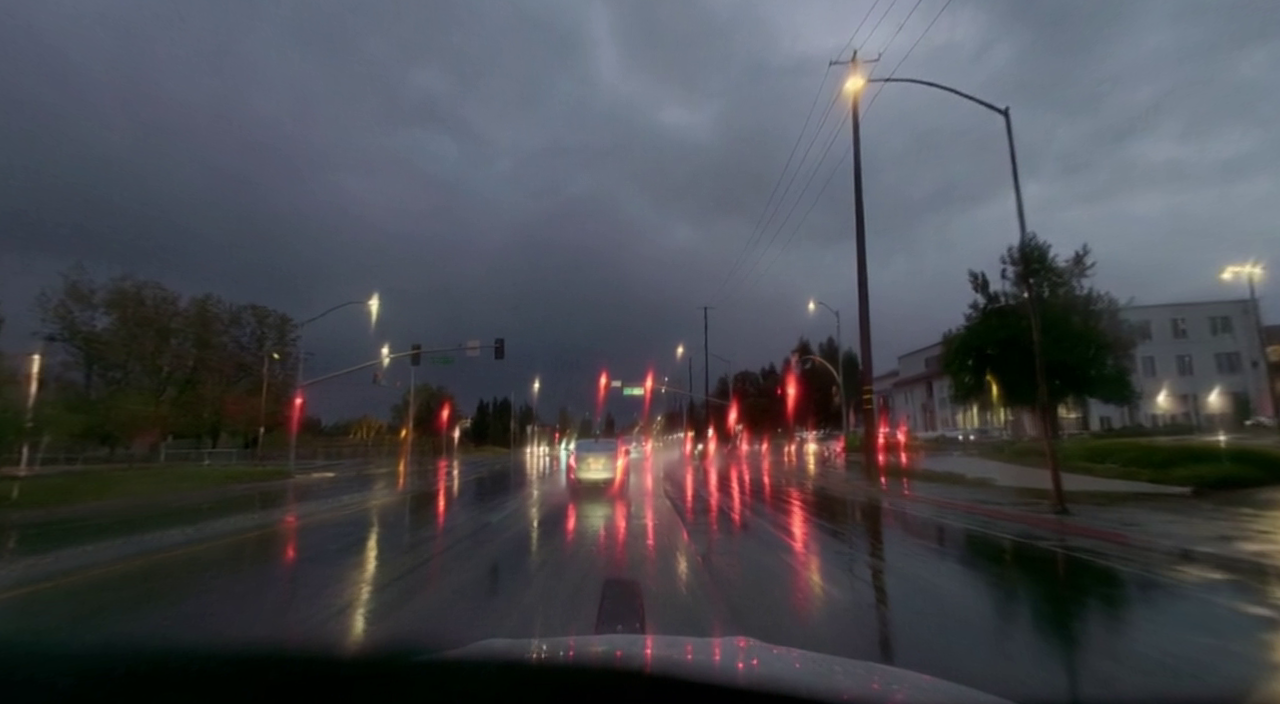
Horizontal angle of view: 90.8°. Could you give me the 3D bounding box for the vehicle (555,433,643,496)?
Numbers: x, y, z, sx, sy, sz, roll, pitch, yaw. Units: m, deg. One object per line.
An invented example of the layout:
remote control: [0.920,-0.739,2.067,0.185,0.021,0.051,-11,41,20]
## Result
vehicle: [-0.980,2.951,16.961,2.075,1.470,3.962,0,-8,-1]

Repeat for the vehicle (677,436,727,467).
vehicle: [3.162,5.172,33.061,1.945,1.470,4.363,0,-8,-3]
